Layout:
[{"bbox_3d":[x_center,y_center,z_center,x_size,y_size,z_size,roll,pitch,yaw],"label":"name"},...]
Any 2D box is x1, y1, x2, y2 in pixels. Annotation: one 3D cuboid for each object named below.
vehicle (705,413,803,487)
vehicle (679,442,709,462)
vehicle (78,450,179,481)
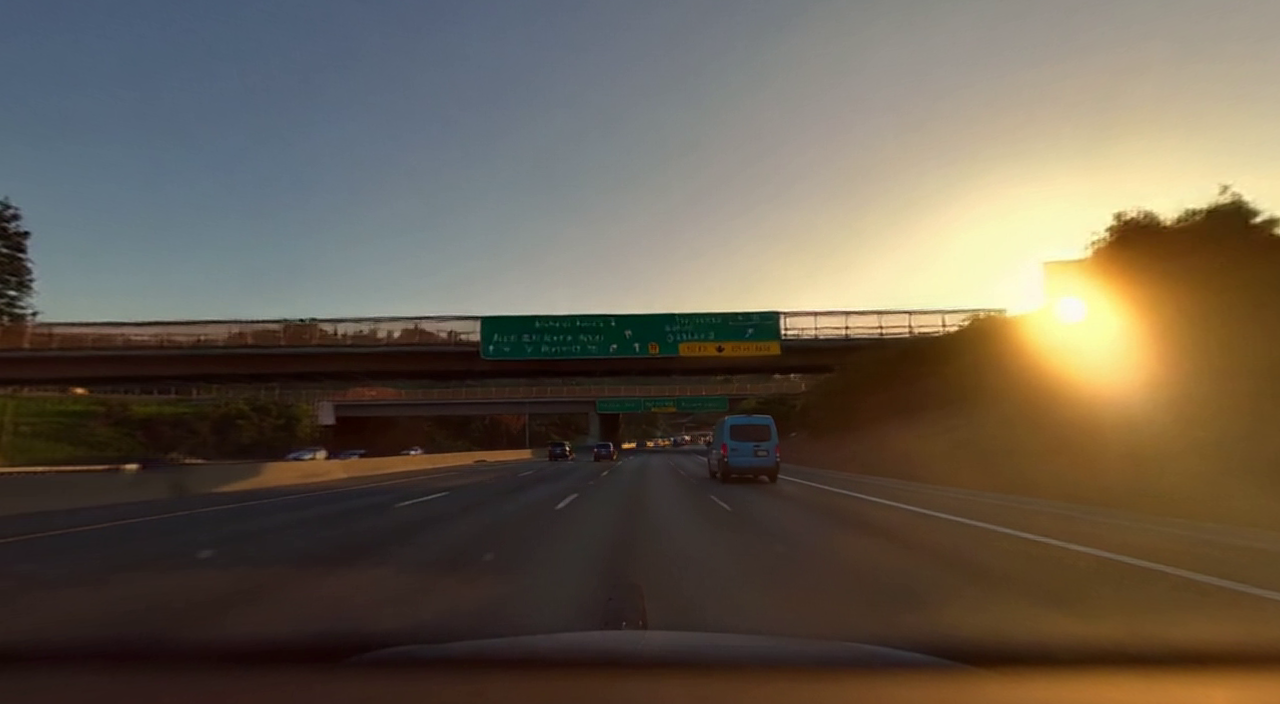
[{"bbox_3d":[3.779,3.413,22.043,2.347,2.234,5.352,0,-8,-1],"label":"vehicle"},{"bbox_3d":[4.085,7.571,47.977,1.883,1.456,4.044,0,-8,-1],"label":"vehicle"},{"bbox_3d":[-30.096,6.637,37.329,1.916,1.646,4.817,0,-8,0],"label":"vehicle"}]
